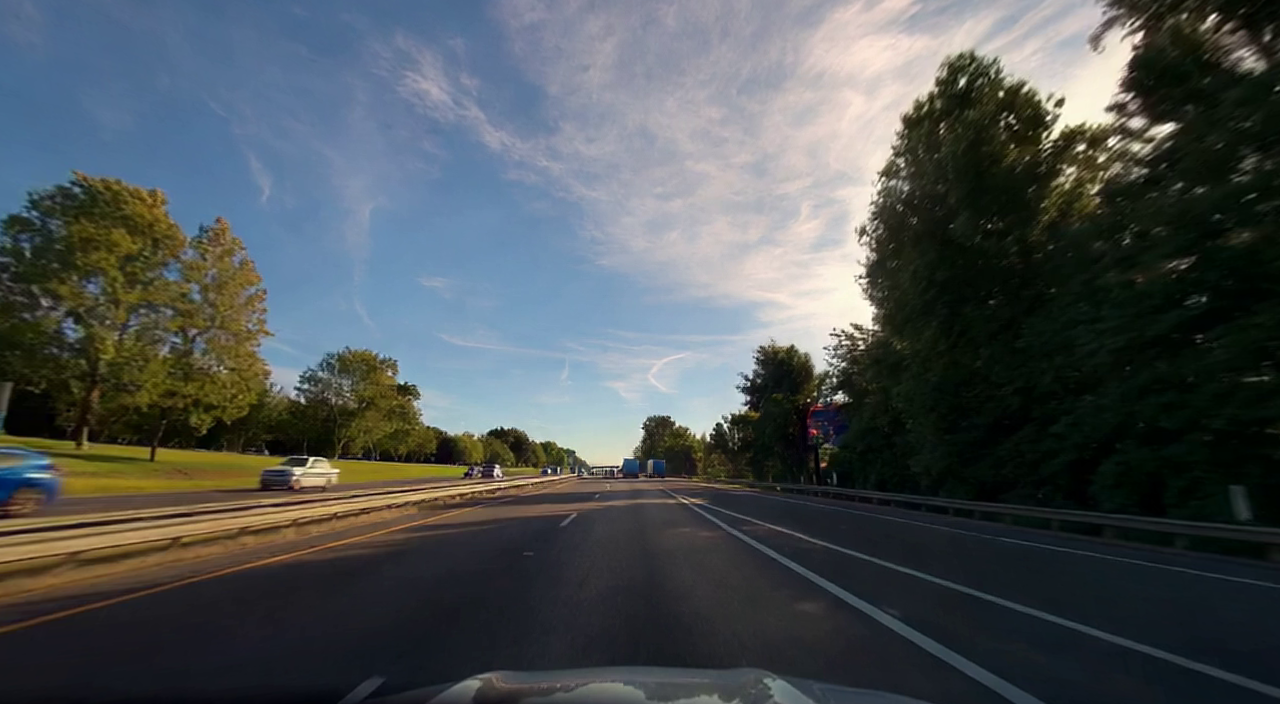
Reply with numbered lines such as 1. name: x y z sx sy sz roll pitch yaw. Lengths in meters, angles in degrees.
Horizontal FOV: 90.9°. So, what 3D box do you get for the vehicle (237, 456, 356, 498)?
1. vehicle: -12.944 4.770 24.131 1.993 1.406 4.473 1 -10 0
